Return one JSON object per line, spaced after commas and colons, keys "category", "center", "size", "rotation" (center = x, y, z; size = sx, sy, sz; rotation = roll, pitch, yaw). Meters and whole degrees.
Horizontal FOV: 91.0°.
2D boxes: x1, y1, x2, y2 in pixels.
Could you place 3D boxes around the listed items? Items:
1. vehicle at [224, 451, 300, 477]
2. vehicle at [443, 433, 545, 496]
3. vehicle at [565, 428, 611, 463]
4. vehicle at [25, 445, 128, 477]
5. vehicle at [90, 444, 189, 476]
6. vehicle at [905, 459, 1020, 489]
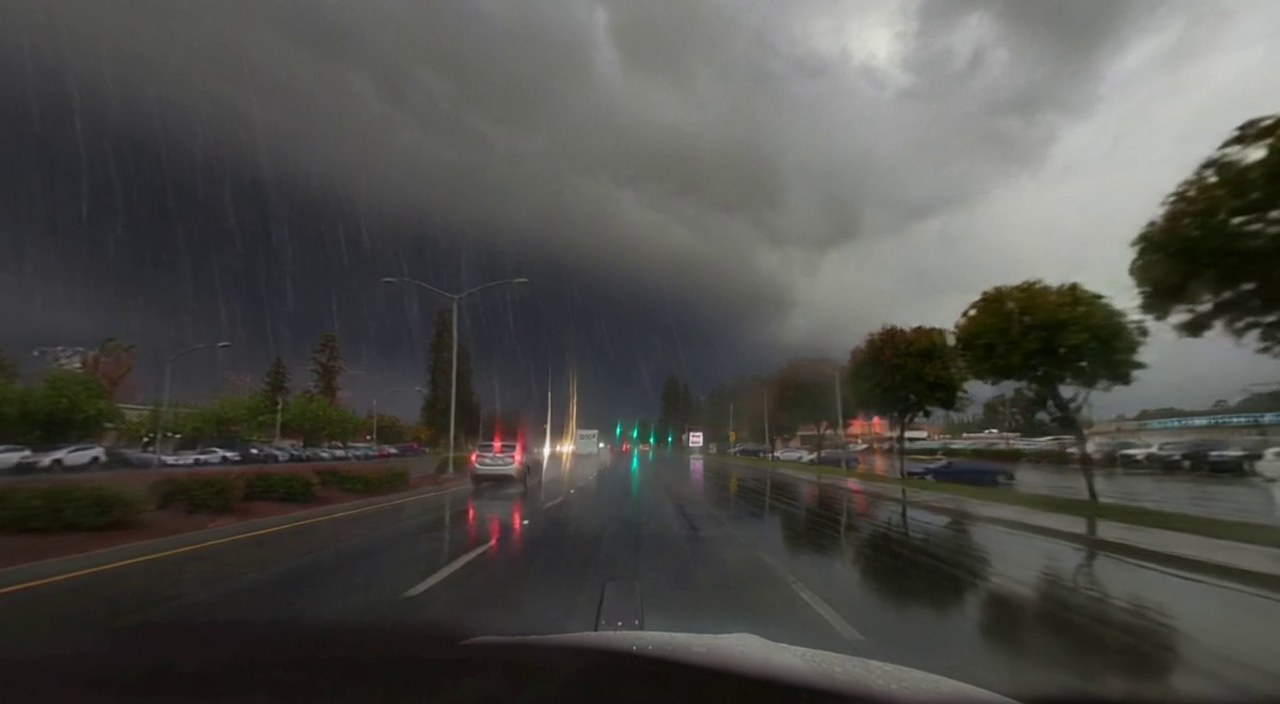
{"category": "vehicle", "center": [-23.080, 6.827, 38.681], "size": [1.885, 1.428, 4.638], "rotation": [0, -9, -2]}
{"category": "vehicle", "center": [-4.297, 3.383, 19.300], "size": [2.109, 1.672, 4.256], "rotation": [0, -9, 0]}
{"category": "vehicle", "center": [-3.927, 7.266, 48.885], "size": [2.917, 2.524, 6.990], "rotation": [0, -9, 0]}
{"category": "vehicle", "center": [-31.464, 6.088, 35.342], "size": [1.905, 1.657, 4.584], "rotation": [1, -9, -7]}
{"category": "vehicle", "center": [-28.701, 6.182, 36.308], "size": [1.946, 1.711, 4.518], "rotation": [0, -9, 0]}
{"category": "vehicle", "center": [16.372, 6.208, 32.127], "size": [4.723, 1.466, 2.085], "rotation": [0, -9, -1]}
